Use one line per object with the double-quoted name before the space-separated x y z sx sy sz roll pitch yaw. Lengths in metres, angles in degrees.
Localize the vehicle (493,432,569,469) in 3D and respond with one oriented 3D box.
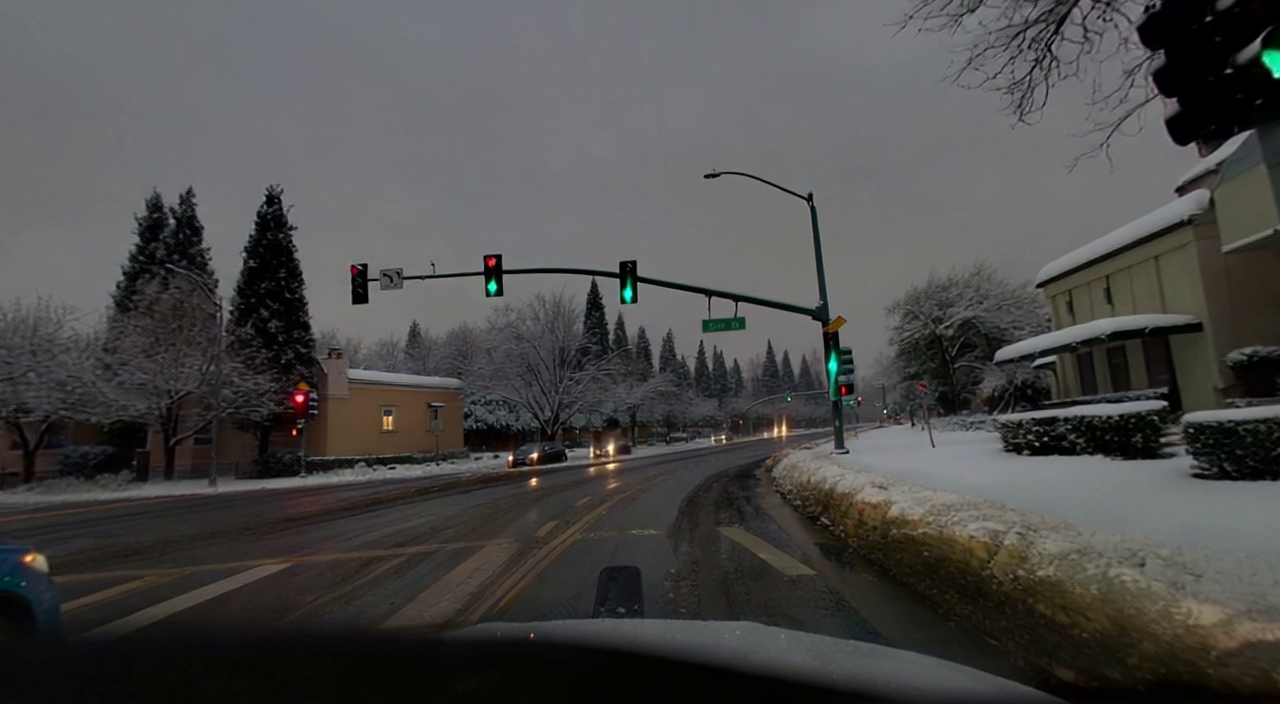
"vehicle" -5.671 5.233 33.633 2.181 1.792 4.648 -3 -9 16
